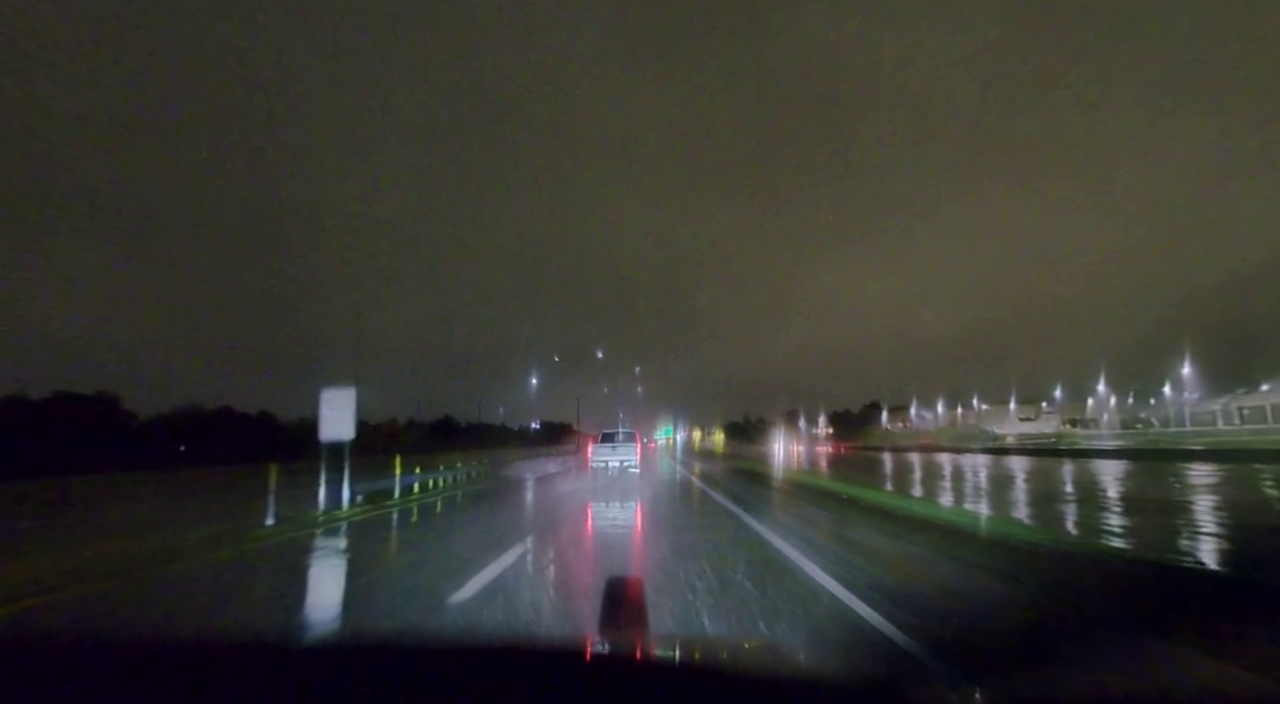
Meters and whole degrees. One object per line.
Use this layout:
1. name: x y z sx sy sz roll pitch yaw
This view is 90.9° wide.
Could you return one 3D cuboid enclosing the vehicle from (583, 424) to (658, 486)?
1. vehicle: -0.555 3.710 23.009 2.350 1.932 5.562 -1 -8 2
